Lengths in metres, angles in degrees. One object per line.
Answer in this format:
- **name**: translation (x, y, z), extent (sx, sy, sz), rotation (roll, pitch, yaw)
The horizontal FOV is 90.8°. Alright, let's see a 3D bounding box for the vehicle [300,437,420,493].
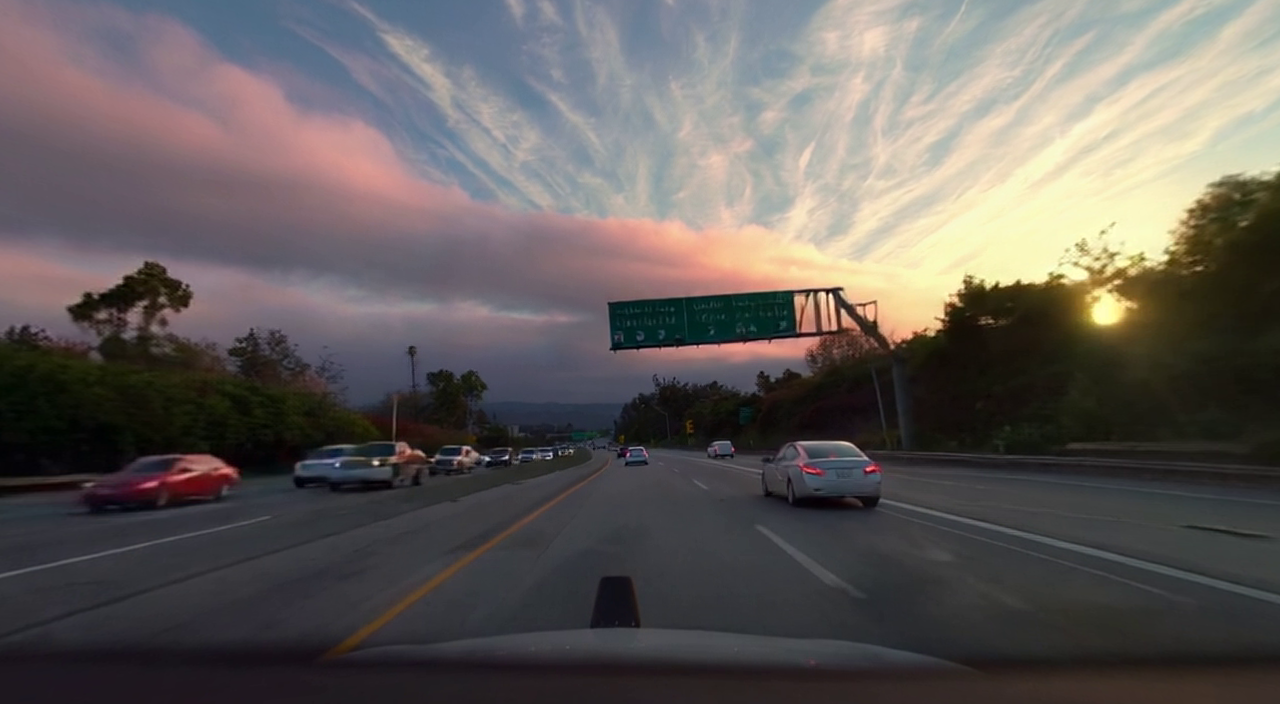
- **vehicle**: translation (-10.183, 4.126, 23.503), extent (2.212, 1.815, 4.785), rotation (1, -8, 0)

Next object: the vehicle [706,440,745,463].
- **vehicle**: translation (6.309, 7.382, 47.057), extent (2.094, 1.652, 3.955), rotation (1, -8, -3)

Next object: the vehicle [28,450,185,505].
- **vehicle**: translation (-17.425, 4.064, 20.911), extent (1.908, 1.554, 3.757), rotation (1, -8, -2)

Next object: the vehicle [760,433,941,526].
- **vehicle**: translation (3.874, 2.406, 12.560), extent (1.972, 1.488, 4.335), rotation (1, -8, -2)

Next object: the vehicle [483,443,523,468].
- **vehicle**: translation (-10.319, 7.821, 48.011), extent (2.017, 1.735, 4.581), rotation (1, -8, -1)

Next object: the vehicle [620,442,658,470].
- **vehicle**: translation (-0.114, 6.108, 37.418), extent (2.090, 1.510, 4.280), rotation (1, -8, -1)

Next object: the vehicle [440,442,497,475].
- **vehicle**: translation (-9.709, 6.035, 36.101), extent (2.082, 1.698, 4.357), rotation (1, -8, -1)

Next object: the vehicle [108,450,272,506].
- **vehicle**: translation (-13.654, 3.803, 19.588), extent (1.821, 1.437, 4.457), rotation (1, -8, 0)
